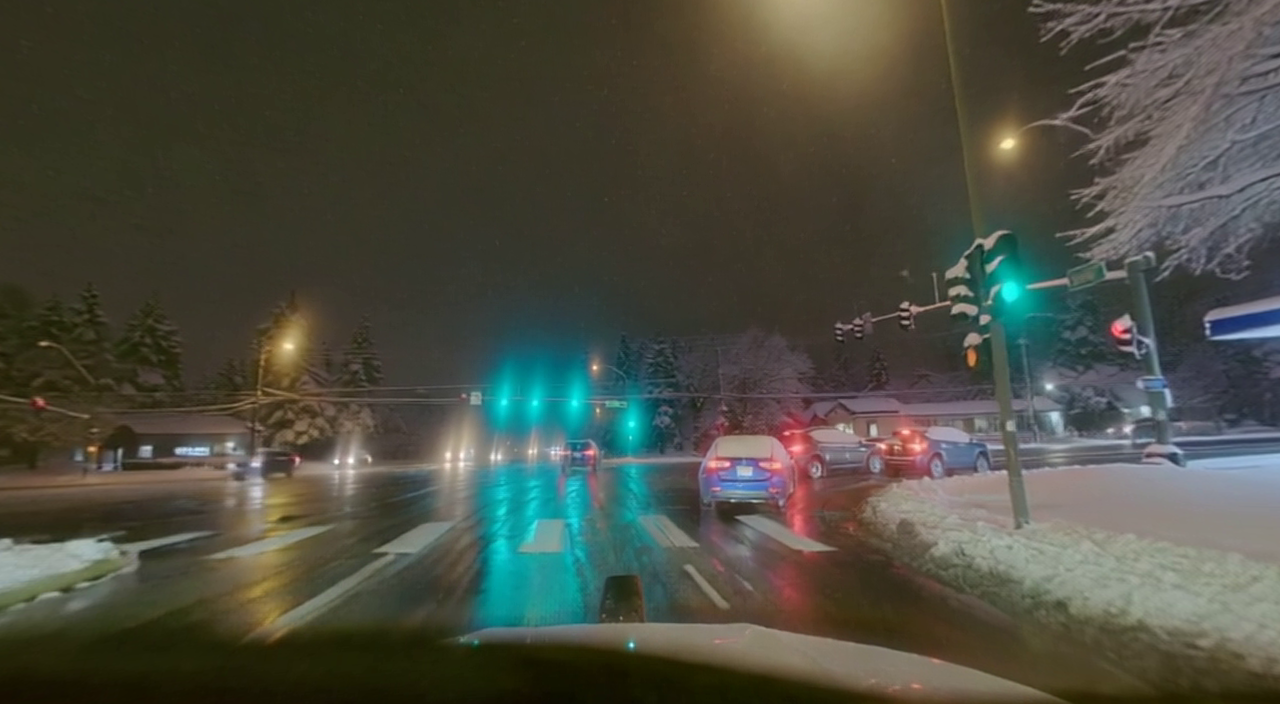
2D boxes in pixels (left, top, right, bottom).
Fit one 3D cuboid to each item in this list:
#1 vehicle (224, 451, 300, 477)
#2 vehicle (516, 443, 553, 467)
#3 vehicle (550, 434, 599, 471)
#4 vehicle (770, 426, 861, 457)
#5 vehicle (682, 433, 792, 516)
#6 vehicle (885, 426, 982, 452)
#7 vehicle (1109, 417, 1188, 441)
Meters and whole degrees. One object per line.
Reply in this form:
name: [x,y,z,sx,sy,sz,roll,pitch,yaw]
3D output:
vehicle: [-25.730,7.625,43.211,2.376,1.616,4.587,0,-9,-1]
vehicle: [-7.051,6.878,42.484,2.003,1.492,4.291,0,-8,-4]
vehicle: [-3.196,4.971,31.460,2.210,1.722,4.215,0,-8,-4]
vehicle: [9.898,5.058,35.773,4.524,1.681,1.823,1,-9,-6]
vehicle: [2.248,2.548,13.721,1.976,1.462,4.342,-2,-9,13]
vehicle: [16.738,4.974,36.162,4.700,1.417,1.789,0,-8,-4]
vehicle: [34.991,5.330,43.513,3.923,1.619,1.817,1,-8,-5]
